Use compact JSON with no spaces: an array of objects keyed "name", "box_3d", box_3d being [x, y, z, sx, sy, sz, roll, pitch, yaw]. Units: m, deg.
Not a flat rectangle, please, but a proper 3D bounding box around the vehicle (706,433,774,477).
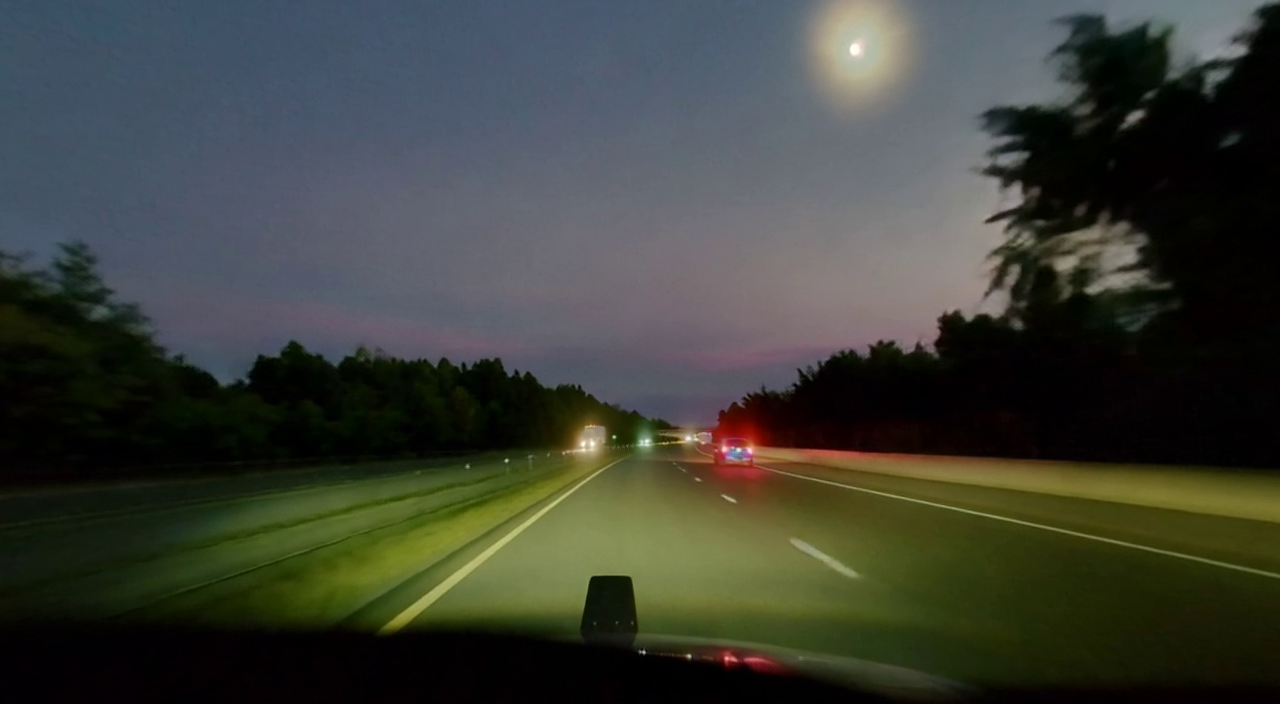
[{"name":"vehicle","box_3d":[4.025,4.238,26.104,2.022,1.663,4.245,0,-8,-1]}]
